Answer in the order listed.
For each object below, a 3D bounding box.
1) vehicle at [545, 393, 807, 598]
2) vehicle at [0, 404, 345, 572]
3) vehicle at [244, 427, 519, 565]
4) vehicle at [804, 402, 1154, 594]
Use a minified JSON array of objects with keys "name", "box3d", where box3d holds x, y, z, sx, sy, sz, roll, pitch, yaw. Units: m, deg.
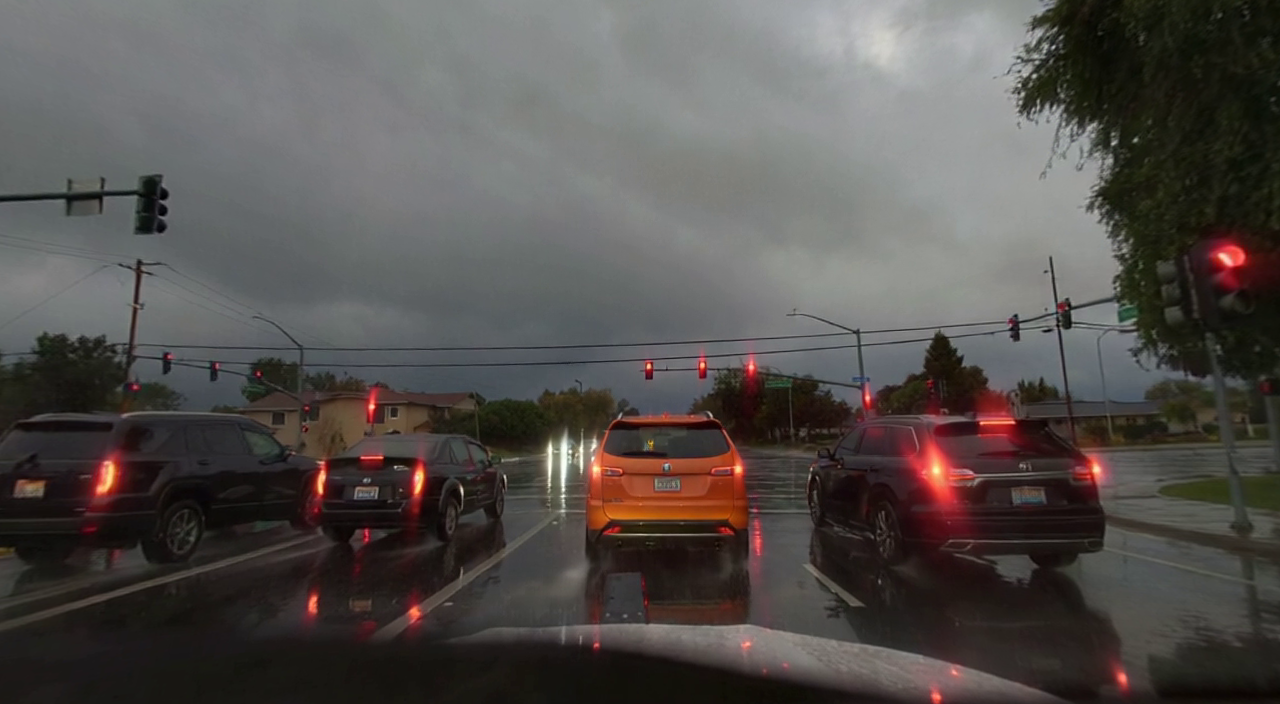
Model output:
[{"name":"vehicle","box3d":[0.378,1.520,7.488,2.198,1.708,4.170,0,-8,2]},{"name":"vehicle","box3d":[-6.647,1.826,9.298,2.075,1.796,4.785,0,-8,2]},{"name":"vehicle","box3d":[-3.250,1.885,9.091,1.885,1.475,4.359,-1,-8,4]},{"name":"vehicle","box3d":[3.513,1.592,7.739,2.047,1.638,4.395,-1,-8,4]}]
